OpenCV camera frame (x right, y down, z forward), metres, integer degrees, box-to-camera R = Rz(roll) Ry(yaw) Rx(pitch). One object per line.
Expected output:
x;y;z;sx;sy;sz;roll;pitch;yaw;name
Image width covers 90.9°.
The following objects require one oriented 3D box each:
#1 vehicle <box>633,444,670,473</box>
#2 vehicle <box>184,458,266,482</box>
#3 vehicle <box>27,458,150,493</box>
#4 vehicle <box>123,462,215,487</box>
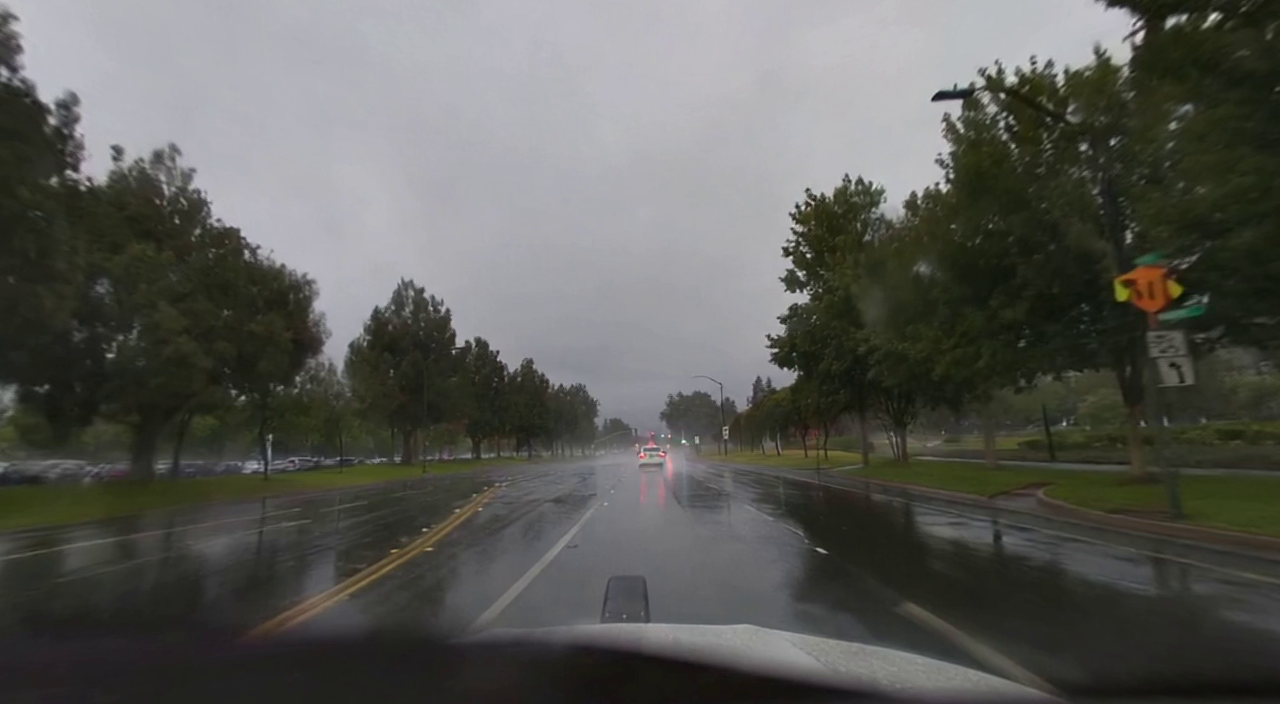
0.603;6.012;35.743;1.978;1.499;3.915;0;-8;0;vehicle
-29.411;8.366;44.774;4.389;1.588;2.048;-1;-8;0;vehicle
-30.350;6.789;34.818;4.653;1.727;2.126;0;-8;-2;vehicle
-29.749;7.730;39.921;4.316;1.438;1.843;-1;-8;1;vehicle
